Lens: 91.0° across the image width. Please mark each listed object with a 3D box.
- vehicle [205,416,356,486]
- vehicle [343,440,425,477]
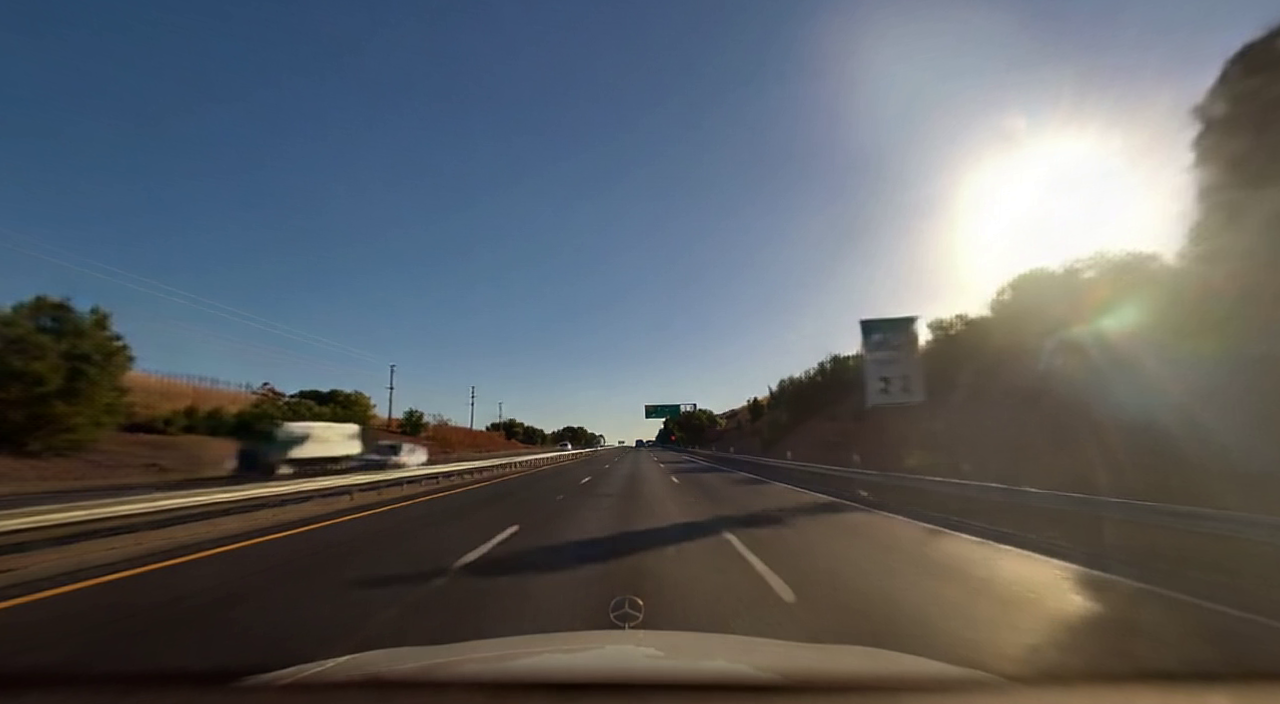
[{"bbox_3d":[-15.457,4.329,27.815,2.344,2.655,7.091,0,-8,1],"label":"vehicle"},{"bbox_3d":[-11.455,4.768,28.474,1.910,1.532,4.032,0,-8,1],"label":"vehicle"}]
